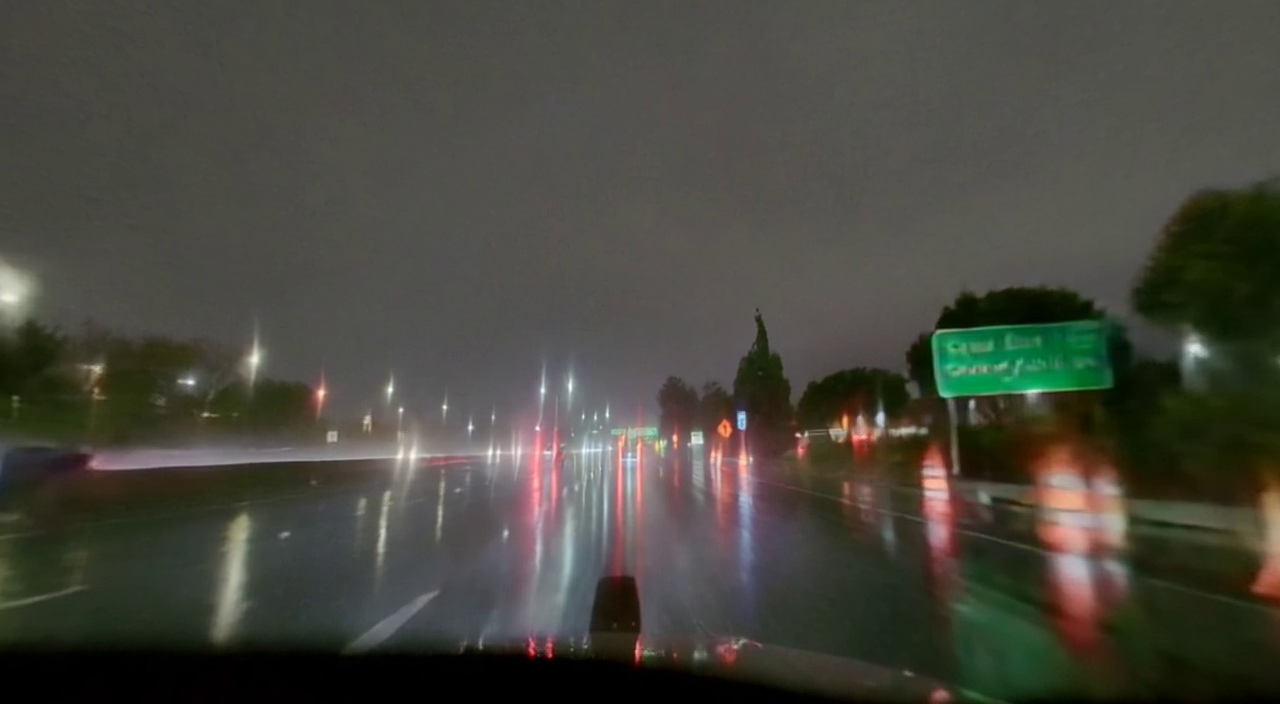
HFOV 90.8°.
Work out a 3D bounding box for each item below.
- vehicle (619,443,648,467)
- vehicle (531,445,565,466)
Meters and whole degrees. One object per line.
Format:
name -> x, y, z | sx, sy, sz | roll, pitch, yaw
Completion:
vehicle -> -0.485, 7.615, 46.885 | 2.109, 1.638, 3.856 | 0, -9, -1
vehicle -> -6.996, 7.929, 48.463 | 1.997, 1.507, 4.248 | 0, -9, 0
